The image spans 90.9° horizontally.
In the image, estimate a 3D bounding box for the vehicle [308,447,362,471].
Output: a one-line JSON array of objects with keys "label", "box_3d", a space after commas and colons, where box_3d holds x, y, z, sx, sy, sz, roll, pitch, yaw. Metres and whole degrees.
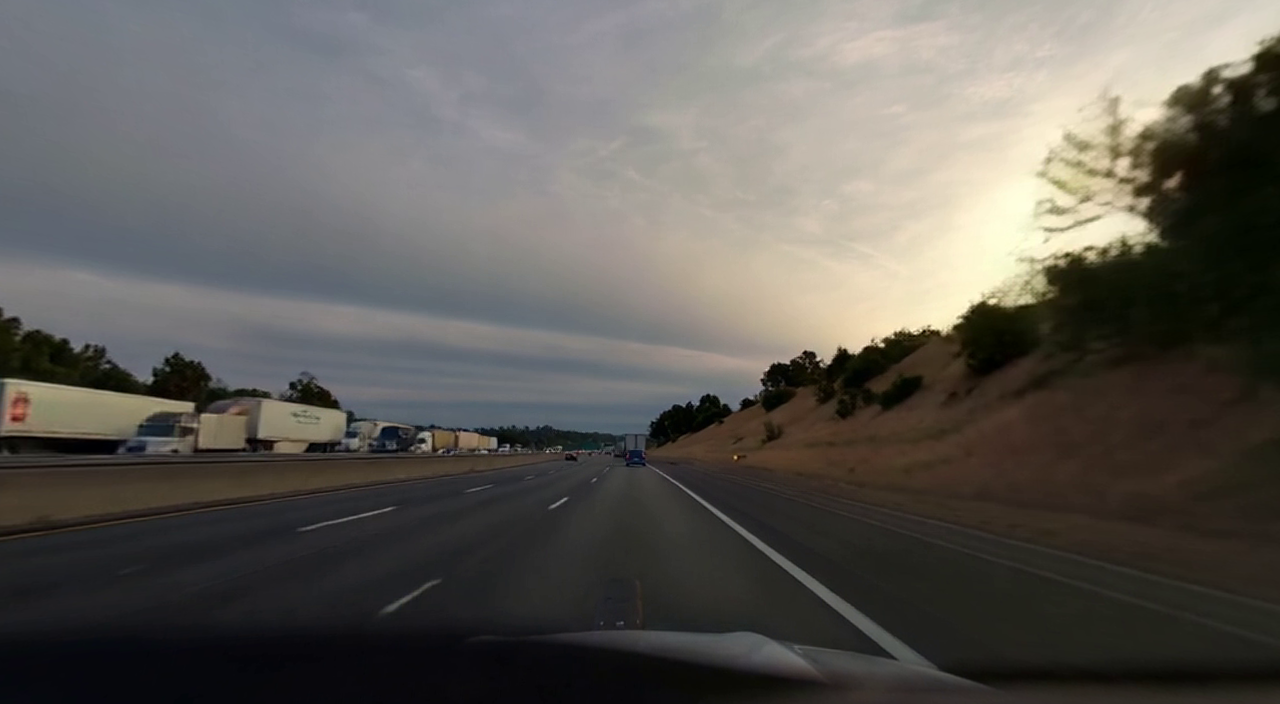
[{"label": "vehicle", "box_3d": [-19.552, 6.864, 40.558, 1.651, 1.481, 3.625, 0, -9, 0]}]

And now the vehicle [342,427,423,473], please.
[{"label": "vehicle", "box_3d": [-14.973, 5.766, 37.094, 2.382, 2.437, 5.706, 0, -9, -1]}]

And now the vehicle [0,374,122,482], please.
[{"label": "vehicle", "box_3d": [-23.781, 2.628, 21.809, 2.893, 3.701, 10.393, 0, -9, -1]}]

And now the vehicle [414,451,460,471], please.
[{"label": "vehicle", "box_3d": [-15.348, 8.266, 47.862, 1.863, 1.438, 4.669, 0, -9, 0]}]

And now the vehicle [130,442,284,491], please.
[{"label": "vehicle", "box_3d": [-14.588, 3.890, 21.655, 1.935, 1.486, 4.694, 0, -9, 0]}]
